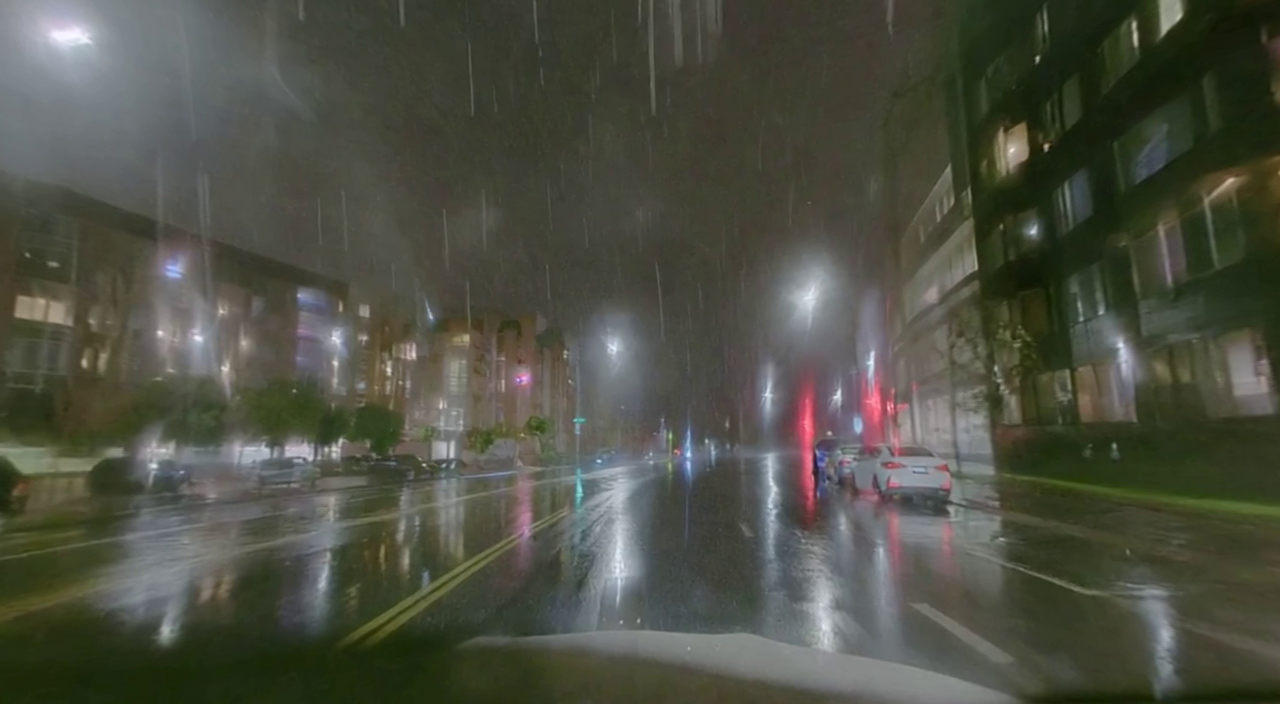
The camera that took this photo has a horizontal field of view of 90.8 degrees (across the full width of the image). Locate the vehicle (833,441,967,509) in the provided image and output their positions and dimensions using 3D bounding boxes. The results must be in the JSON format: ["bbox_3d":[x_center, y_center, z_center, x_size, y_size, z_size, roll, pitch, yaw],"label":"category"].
[{"bbox_3d":[6.645,3.150,16.823,2.077,1.502,4.902,-1,-9,8],"label":"vehicle"}]

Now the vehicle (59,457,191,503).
[{"bbox_3d":[-22.820,5.624,28.057,4.586,1.836,2.034,-2,-9,14],"label":"vehicle"}]

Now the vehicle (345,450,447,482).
[{"bbox_3d":[-16.557,7.699,42.965,6.006,1.964,2.474,-1,-10,14],"label":"vehicle"}]
